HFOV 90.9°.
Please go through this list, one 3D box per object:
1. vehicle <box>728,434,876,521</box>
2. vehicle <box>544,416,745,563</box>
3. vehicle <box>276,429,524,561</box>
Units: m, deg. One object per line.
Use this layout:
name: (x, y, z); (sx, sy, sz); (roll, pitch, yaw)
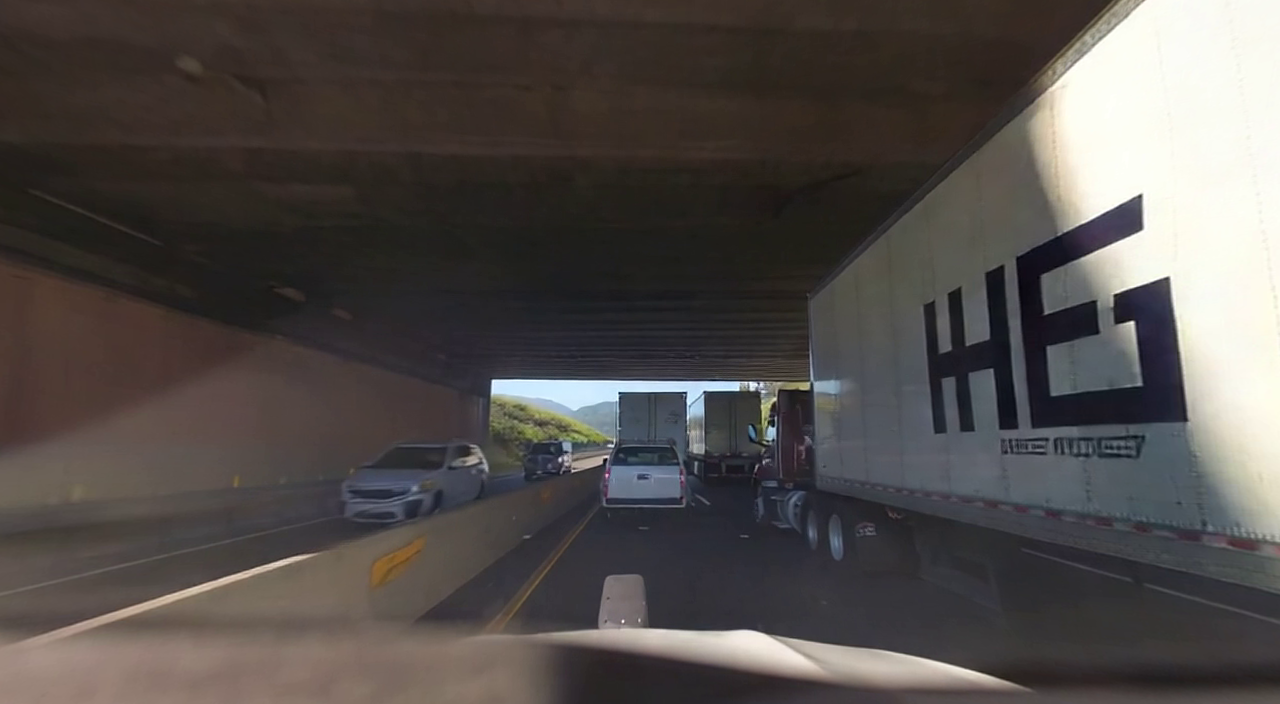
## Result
vehicle: (3.161, 2.554, 13.233); (1.972, 1.505, 3.946); (0, -9, -1)
vehicle: (0.065, 1.877, 9.213); (2.256, 1.615, 4.114); (-1, -9, 1)
vehicle: (-3.323, 2.083, 9.868); (2.122, 1.569, 4.294); (-1, -9, 1)
